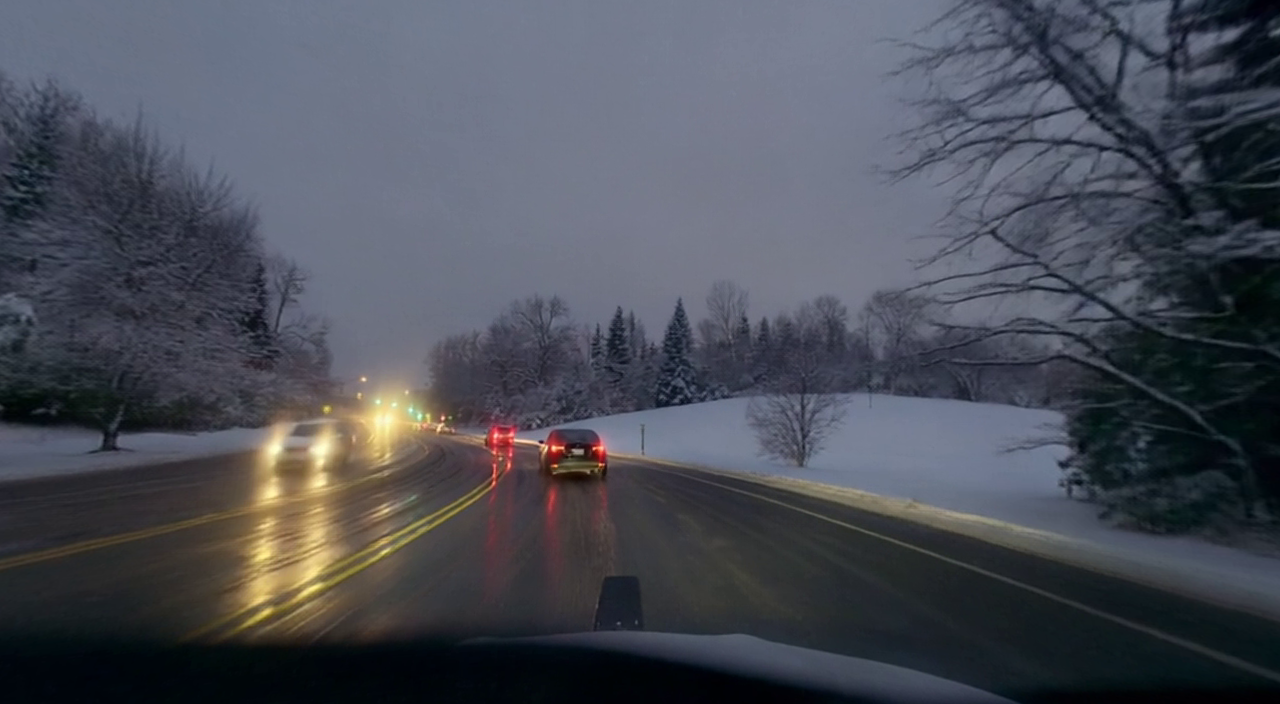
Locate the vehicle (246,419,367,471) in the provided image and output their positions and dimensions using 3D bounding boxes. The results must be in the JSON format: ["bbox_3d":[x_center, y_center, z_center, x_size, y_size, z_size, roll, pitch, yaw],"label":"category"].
[{"bbox_3d":[-10.729,3.064,20.690,2.126,1.493,4.748,1,-9,-11],"label":"vehicle"}]

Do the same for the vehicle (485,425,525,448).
[{"bbox_3d":[-9.400,5.893,43.570,2.080,1.530,3.719,3,-9,-22],"label":"vehicle"}]

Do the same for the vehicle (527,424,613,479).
[{"bbox_3d":[-2.301,3.081,19.617,2.296,1.510,4.068,1,-9,-11],"label":"vehicle"}]
